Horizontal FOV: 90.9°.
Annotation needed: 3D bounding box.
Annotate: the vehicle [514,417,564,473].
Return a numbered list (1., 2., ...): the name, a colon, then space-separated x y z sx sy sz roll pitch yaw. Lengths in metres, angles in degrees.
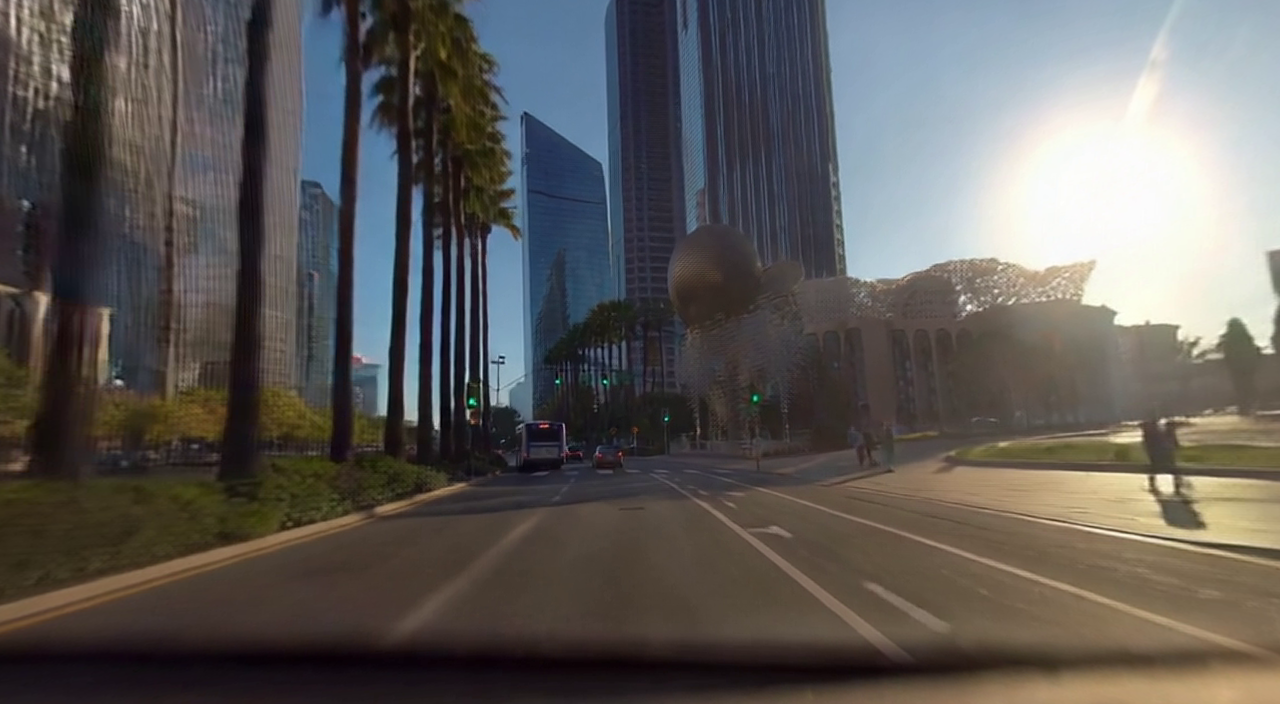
1. vehicle: -6.089 5.761 38.972 2.678 3.042 8.474 1 -8 -7

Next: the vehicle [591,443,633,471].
1. vehicle: -1.660 5.991 36.199 2.107 1.481 4.097 1 -8 -7
